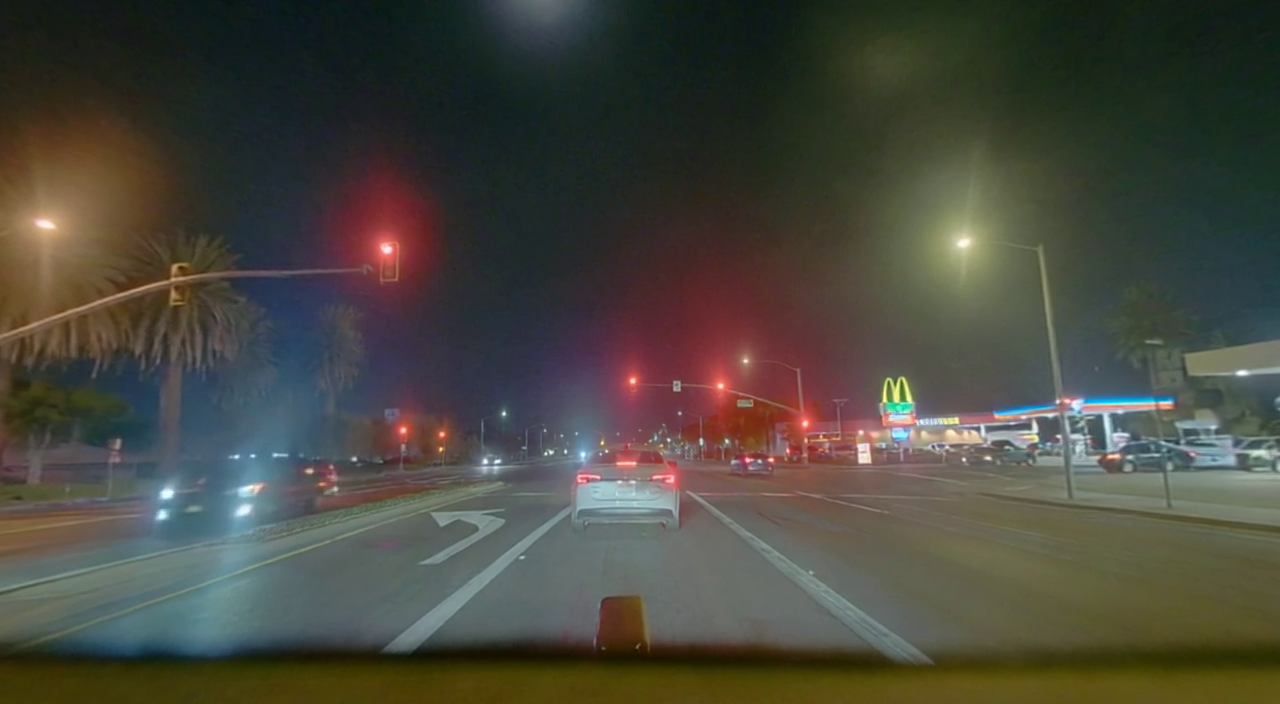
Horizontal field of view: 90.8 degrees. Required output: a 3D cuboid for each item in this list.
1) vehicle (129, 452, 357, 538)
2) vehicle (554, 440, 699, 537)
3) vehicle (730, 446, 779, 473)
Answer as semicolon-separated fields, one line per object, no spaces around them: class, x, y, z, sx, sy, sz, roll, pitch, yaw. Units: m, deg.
vehicle;-8.173;2.937;13.702;1.904;1.450;4.689;0;-8;0
vehicle;-0.257;2.477;12.217;2.270;1.475;4.571;0;-8;-1
vehicle;6.757;6.371;37.714;2.017;1.491;4.420;0;-8;-1
